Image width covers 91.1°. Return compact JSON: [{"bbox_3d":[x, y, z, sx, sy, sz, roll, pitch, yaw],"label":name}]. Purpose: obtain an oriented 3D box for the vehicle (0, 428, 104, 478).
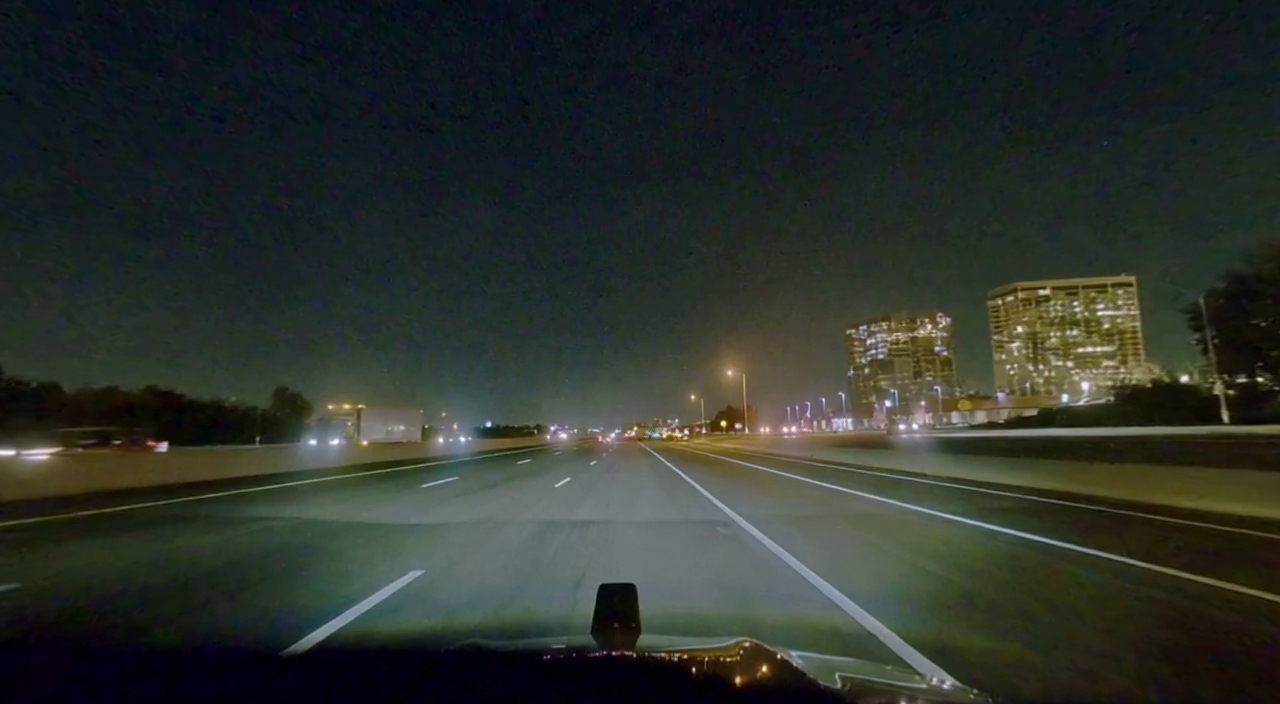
[{"bbox_3d":[-20.945,3.381,21.220,1.909,1.541,4.261,0,-8,0],"label":"vehicle"}]
